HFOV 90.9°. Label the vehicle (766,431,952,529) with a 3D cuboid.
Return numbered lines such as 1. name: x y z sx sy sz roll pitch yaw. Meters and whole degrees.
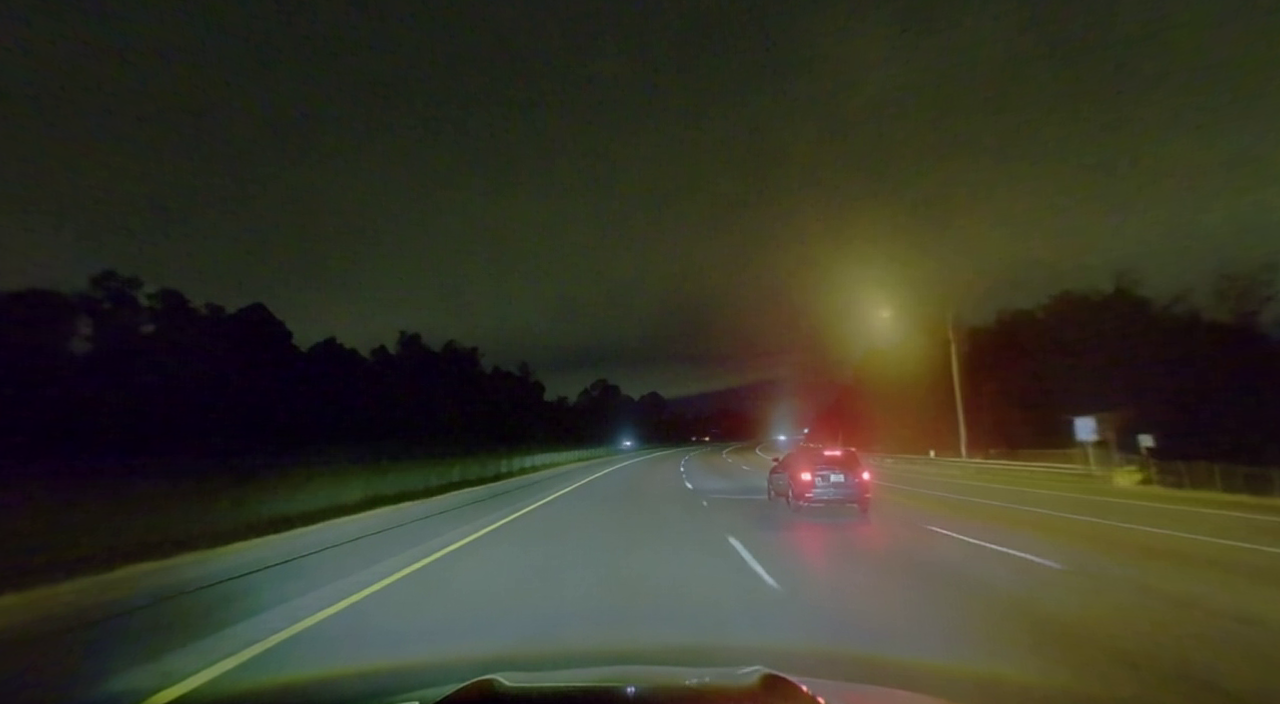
1. vehicle: 3.914 2.360 12.242 2.050 1.546 4.344 0 -8 0
